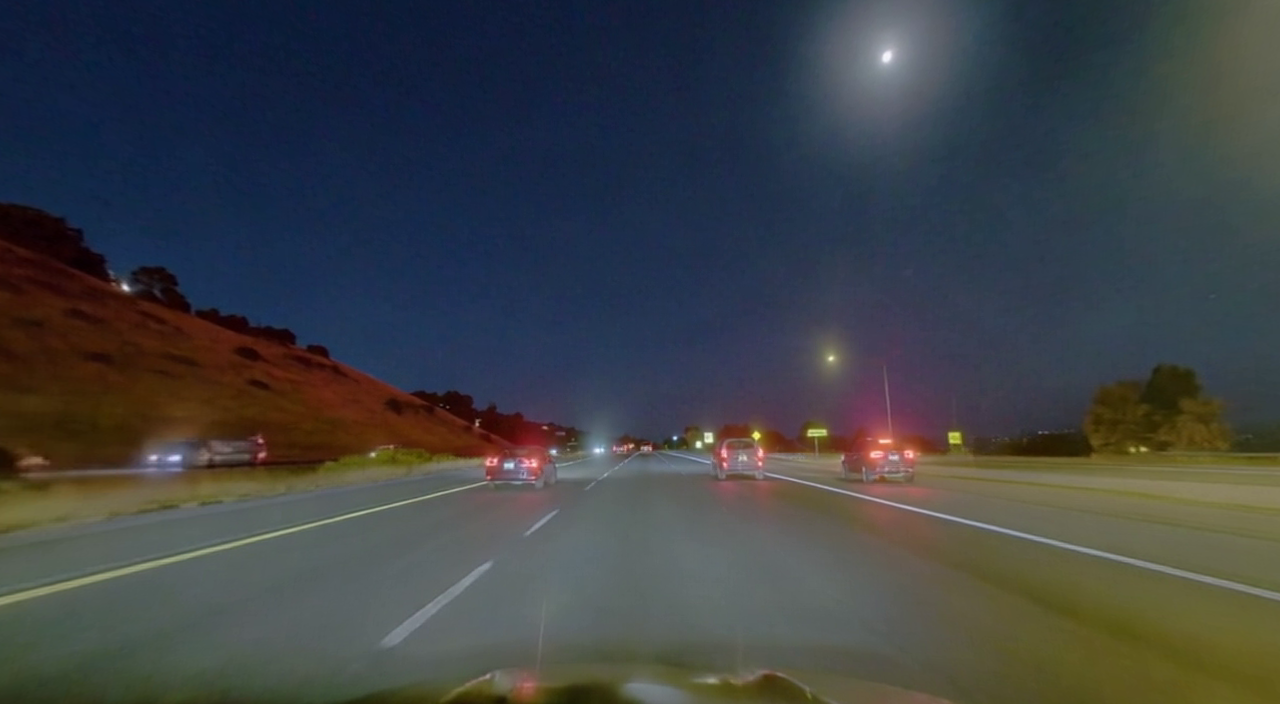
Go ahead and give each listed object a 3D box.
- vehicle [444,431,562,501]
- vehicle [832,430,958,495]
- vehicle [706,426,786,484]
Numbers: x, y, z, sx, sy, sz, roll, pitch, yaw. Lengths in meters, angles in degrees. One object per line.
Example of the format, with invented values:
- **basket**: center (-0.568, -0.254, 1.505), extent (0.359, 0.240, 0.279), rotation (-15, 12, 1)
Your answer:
- **vehicle**: center (-3.585, 3.073, 17.483), extent (2.166, 1.672, 4.388), rotation (0, -8, 2)
- **vehicle**: center (7.506, 3.272, 19.101), extent (1.998, 1.717, 4.338), rotation (0, -8, 0)
- **vehicle**: center (3.800, 3.811, 23.612), extent (2.121, 1.925, 5.056), rotation (0, -8, 0)
